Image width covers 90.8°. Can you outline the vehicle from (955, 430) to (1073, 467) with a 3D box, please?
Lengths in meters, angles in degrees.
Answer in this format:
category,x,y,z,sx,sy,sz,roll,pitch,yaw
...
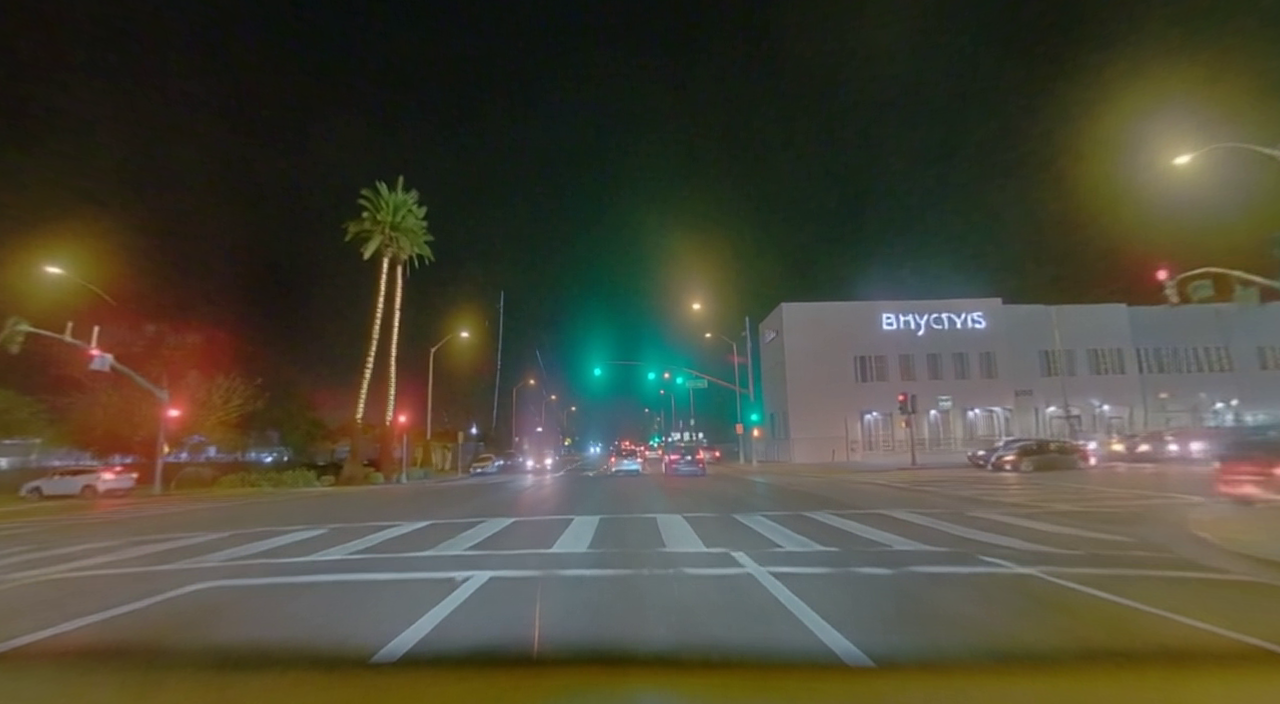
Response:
category,x,y,z,sx,sy,sz,roll,pitch,yaw
vehicle,17.617,4.580,29.934,4.277,1.665,2.006,0,-9,-2

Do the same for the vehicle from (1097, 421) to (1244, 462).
category,x,y,z,sx,sy,sz,roll,pitch,yaw
vehicle,25.499,4.338,30.529,5.130,1.875,2.118,0,-9,-1

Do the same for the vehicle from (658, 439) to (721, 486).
category,x,y,z,sx,sy,sz,roll,pitch,yaw
vehicle,1.908,4.443,25.661,2.003,1.702,4.288,0,-9,-3

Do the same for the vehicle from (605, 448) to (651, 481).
category,x,y,z,sx,sy,sz,roll,pitch,yaw
vehicle,-0.626,5.503,31.197,2.088,1.452,3.993,0,-9,-2

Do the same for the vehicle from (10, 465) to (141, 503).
category,x,y,z,sx,sy,sz,roll,pitch,yaw
vehicle,-28.761,6.725,32.301,4.570,1.741,2.107,0,-9,-2
